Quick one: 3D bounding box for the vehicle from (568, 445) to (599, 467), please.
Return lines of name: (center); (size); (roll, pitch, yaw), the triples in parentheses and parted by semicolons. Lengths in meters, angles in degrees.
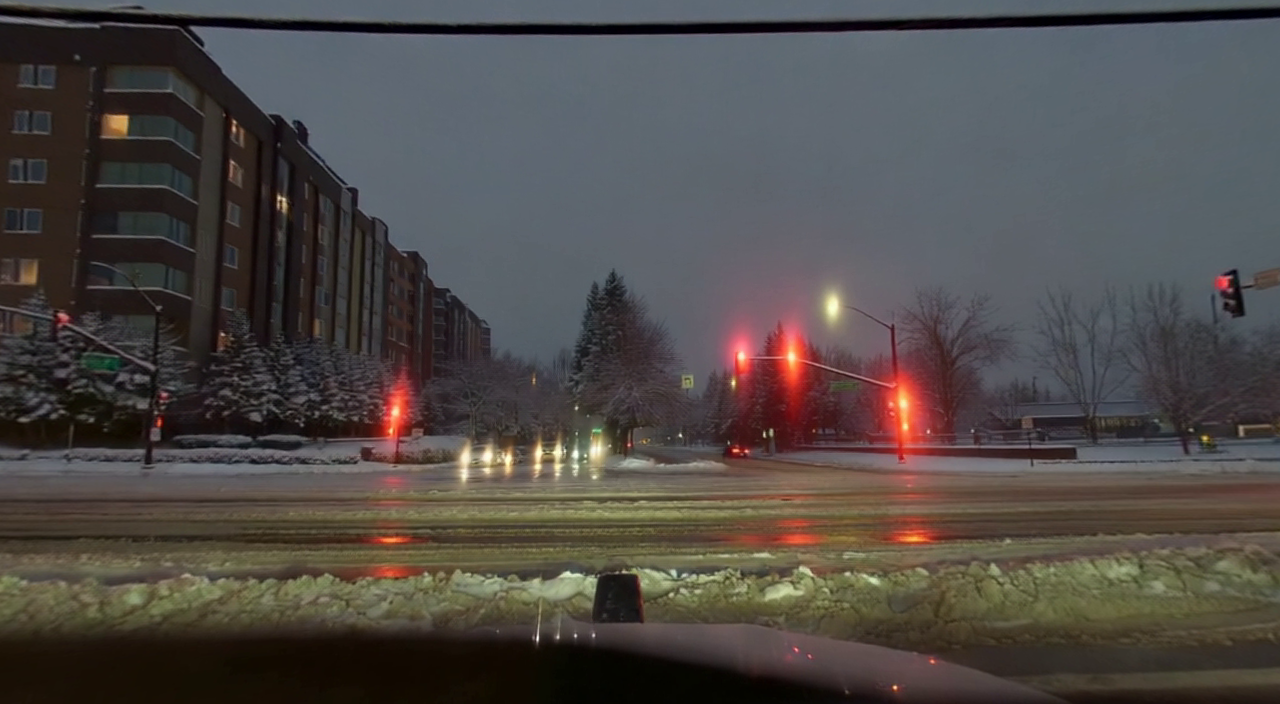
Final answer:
vehicle: (-4.390, 8.131, 49.747); (2.130, 1.613, 4.121); (0, -8, 0)
